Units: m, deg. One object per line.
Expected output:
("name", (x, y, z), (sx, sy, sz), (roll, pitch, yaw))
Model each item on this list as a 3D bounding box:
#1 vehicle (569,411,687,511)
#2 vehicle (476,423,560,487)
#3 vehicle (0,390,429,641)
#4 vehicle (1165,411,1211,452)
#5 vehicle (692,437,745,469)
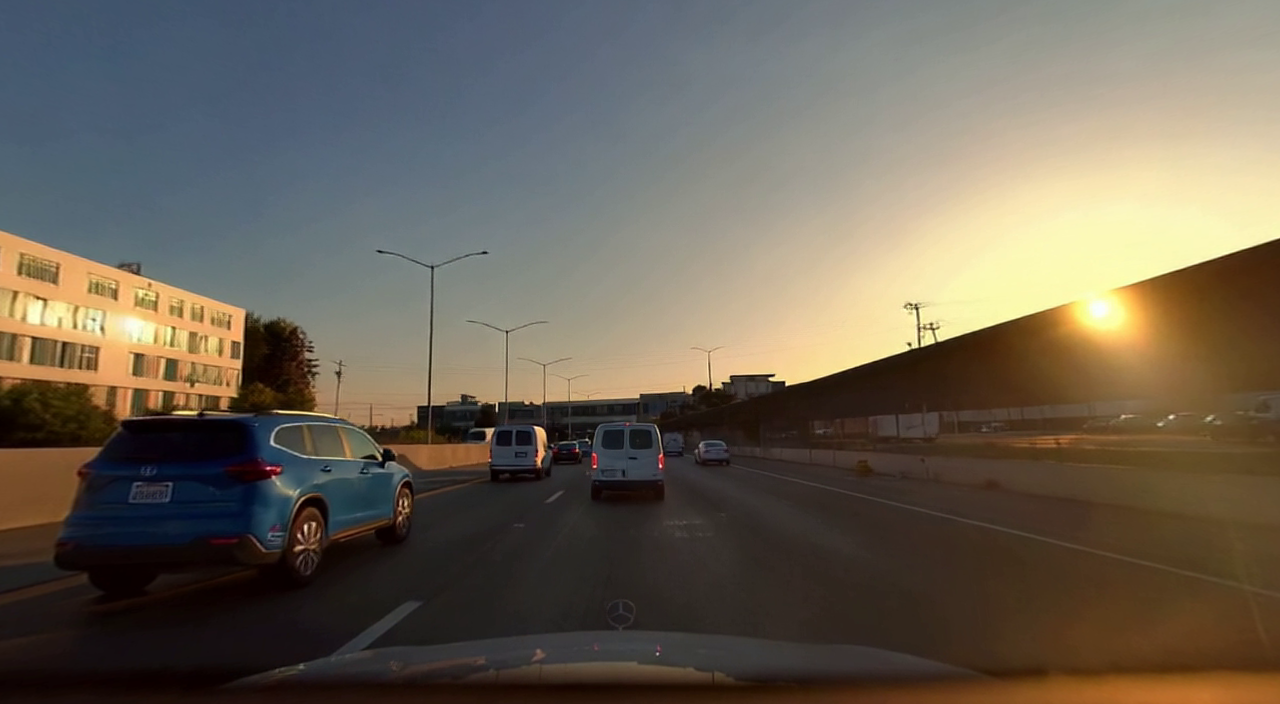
("vehicle", (-0.292, 2.454, 14.605), (2.304, 1.925, 4.282), (0, -8, -1))
("vehicle", (-4.019, 3.456, 21.455), (2.038, 1.936, 4.300), (0, -8, -1))
("vehicle", (-3.912, 1.432, 6.575), (1.972, 1.703, 4.333), (0, -8, -1))
("vehicle", (30.841, 4.506, 35.467), (1.480, 2.238, 1.864), (-6, -10, 32))
("vehicle", (3.836, 4.996, 31.344), (1.999, 1.494, 3.833), (0, -8, -2))
